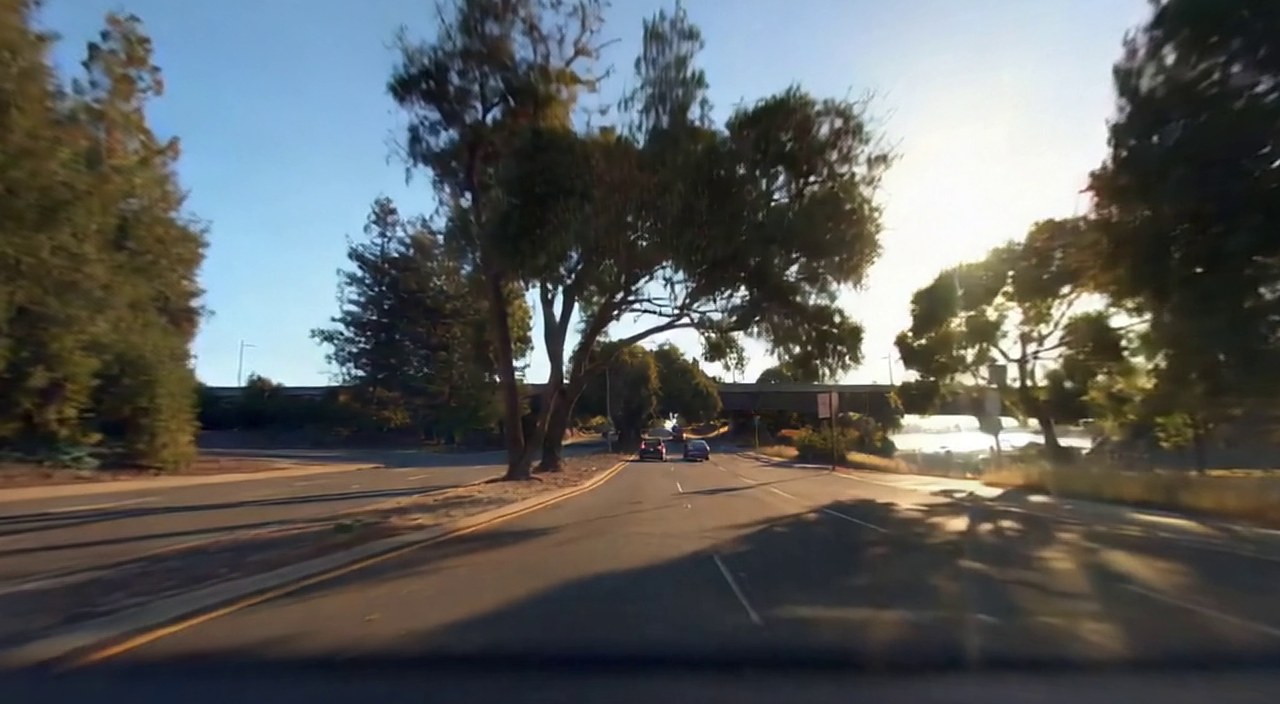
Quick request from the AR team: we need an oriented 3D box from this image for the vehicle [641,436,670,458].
[{"bbox_3d":[1.107,6.960,46.133,2.039,1.462,4.203,0,-9,1],"label":"vehicle"}]
